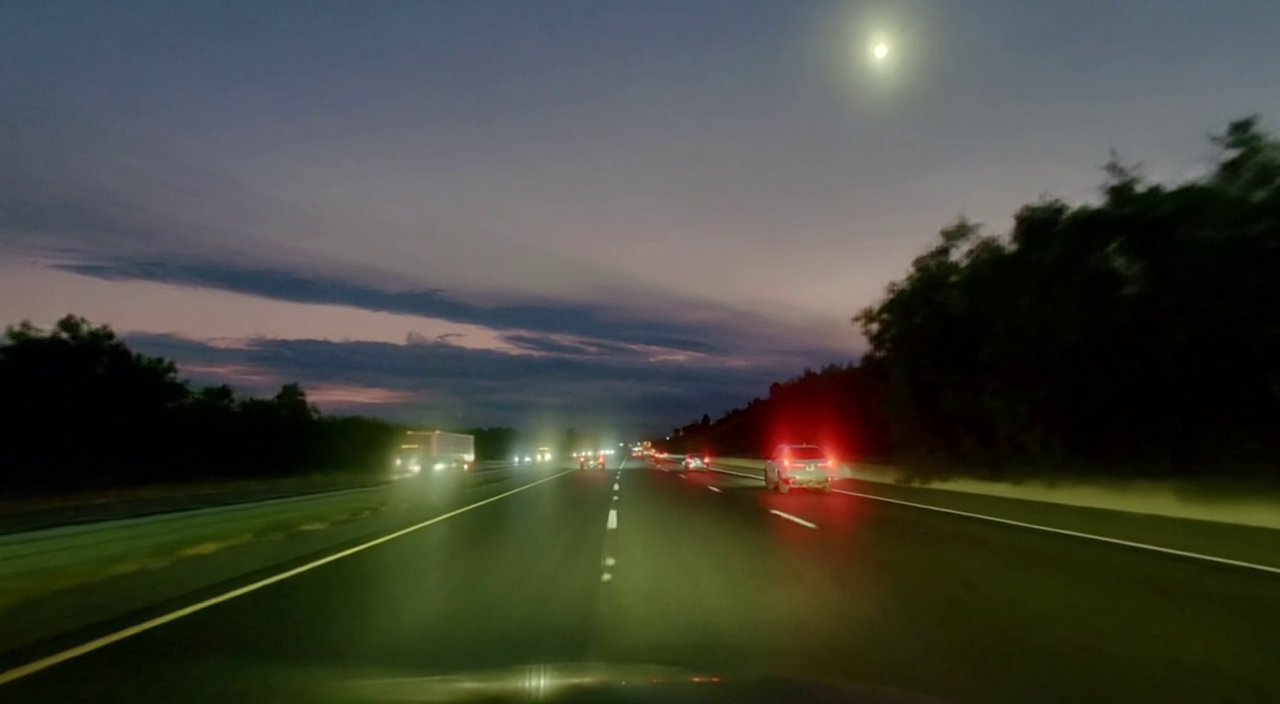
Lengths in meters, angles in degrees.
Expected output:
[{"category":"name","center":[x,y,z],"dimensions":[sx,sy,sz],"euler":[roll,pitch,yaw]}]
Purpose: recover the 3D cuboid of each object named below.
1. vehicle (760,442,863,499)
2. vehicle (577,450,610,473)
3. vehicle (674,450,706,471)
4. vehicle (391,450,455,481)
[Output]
[{"category":"vehicle","center":[5.129,3.586,19.477],"dimensions":[1.903,1.566,3.866],"euler":[0,-9,-3]},{"category":"vehicle","center":[-3.104,7.383,42.767],"dimensions":[2.021,1.507,4.272],"euler":[0,-9,-2]},{"category":"vehicle","center":[3.728,8.169,47.685],"dimensions":[1.846,1.480,3.694],"euler":[0,-9,-3]},{"category":"vehicle","center":[-11.739,6.152,34.484],"dimensions":[1.957,1.567,4.514],"euler":[0,-9,-1]}]
